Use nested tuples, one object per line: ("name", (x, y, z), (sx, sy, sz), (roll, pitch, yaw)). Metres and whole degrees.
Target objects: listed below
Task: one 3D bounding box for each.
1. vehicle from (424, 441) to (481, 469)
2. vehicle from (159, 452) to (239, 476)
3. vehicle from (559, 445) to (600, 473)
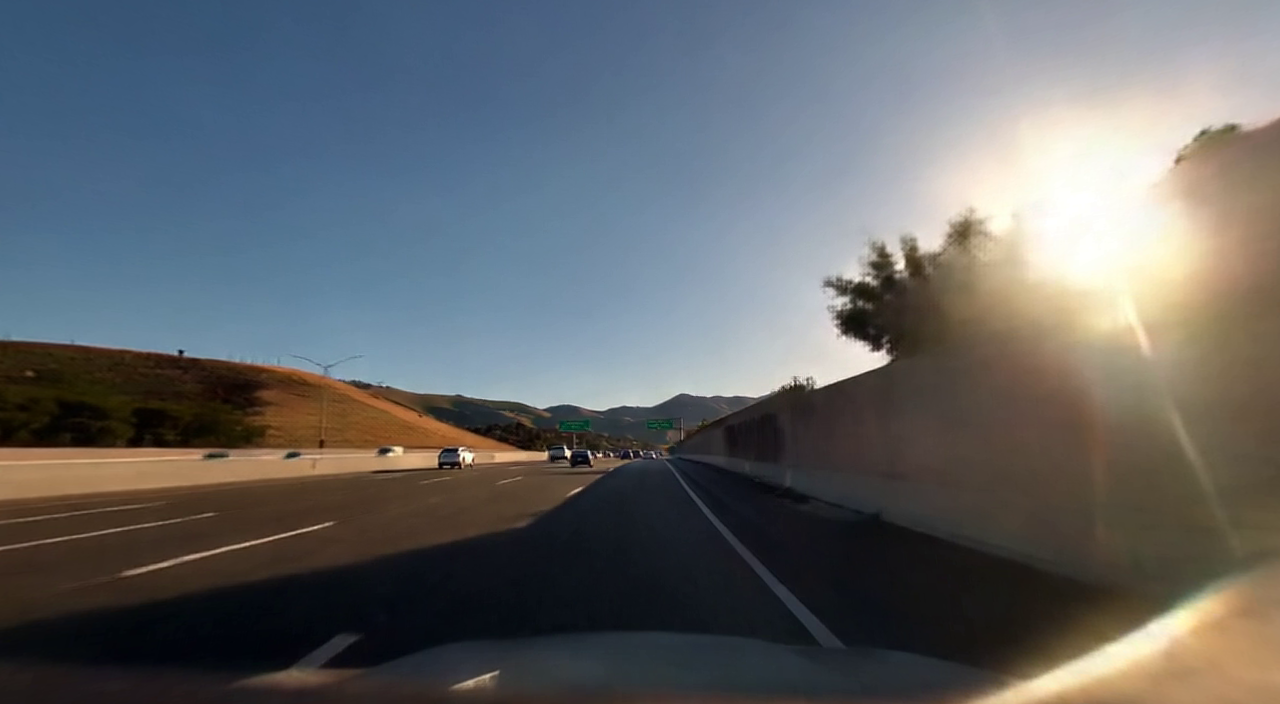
("vehicle", (-12.397, 6.817, 42.071), (2.076, 1.766, 4.831), (0, -8, 3))
("vehicle", (-29.566, 7.477, 42.551), (1.908, 1.464, 4.735), (0, -8, 1))
("vehicle", (-3.468, 6.202, 36.896), (1.931, 1.492, 4.076), (0, -8, 1))
